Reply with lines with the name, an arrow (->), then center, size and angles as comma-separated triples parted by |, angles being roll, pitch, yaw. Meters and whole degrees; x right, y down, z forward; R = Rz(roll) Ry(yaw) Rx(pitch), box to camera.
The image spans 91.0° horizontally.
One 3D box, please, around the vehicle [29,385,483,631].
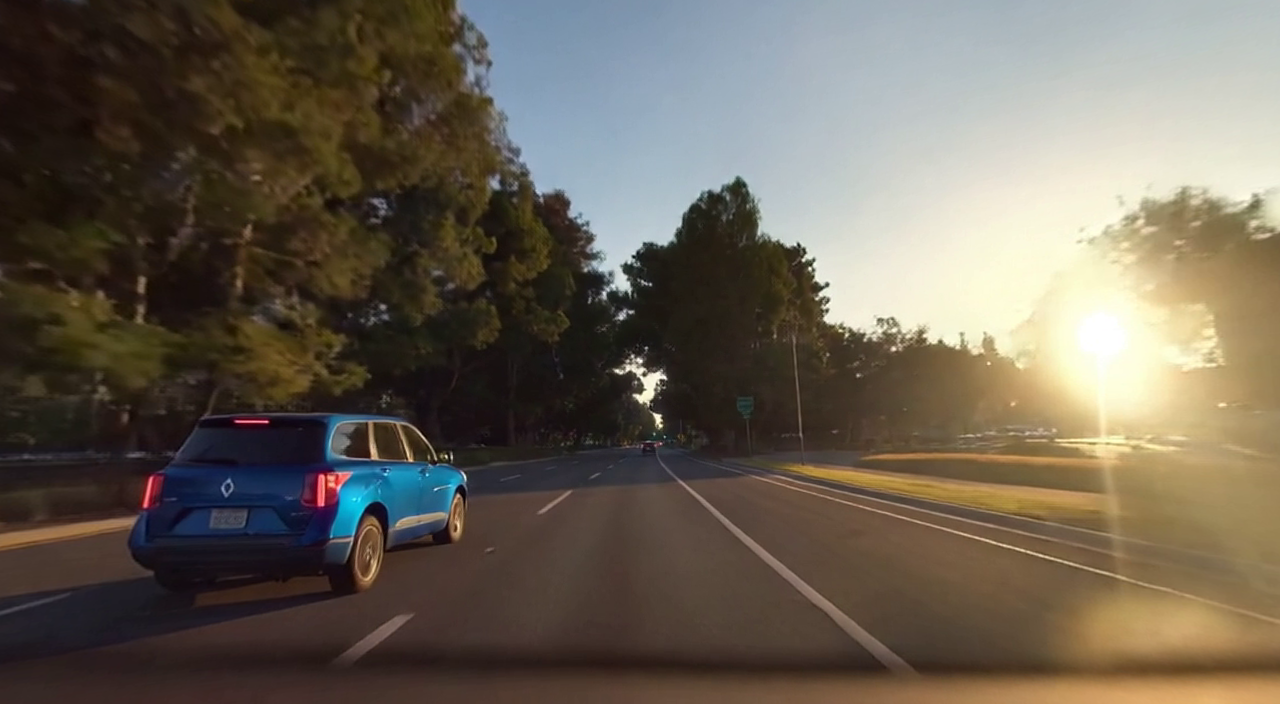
vehicle -> -3.283, 1.438, 6.770 | 2.033, 1.713, 4.503 | 0, -9, 0
